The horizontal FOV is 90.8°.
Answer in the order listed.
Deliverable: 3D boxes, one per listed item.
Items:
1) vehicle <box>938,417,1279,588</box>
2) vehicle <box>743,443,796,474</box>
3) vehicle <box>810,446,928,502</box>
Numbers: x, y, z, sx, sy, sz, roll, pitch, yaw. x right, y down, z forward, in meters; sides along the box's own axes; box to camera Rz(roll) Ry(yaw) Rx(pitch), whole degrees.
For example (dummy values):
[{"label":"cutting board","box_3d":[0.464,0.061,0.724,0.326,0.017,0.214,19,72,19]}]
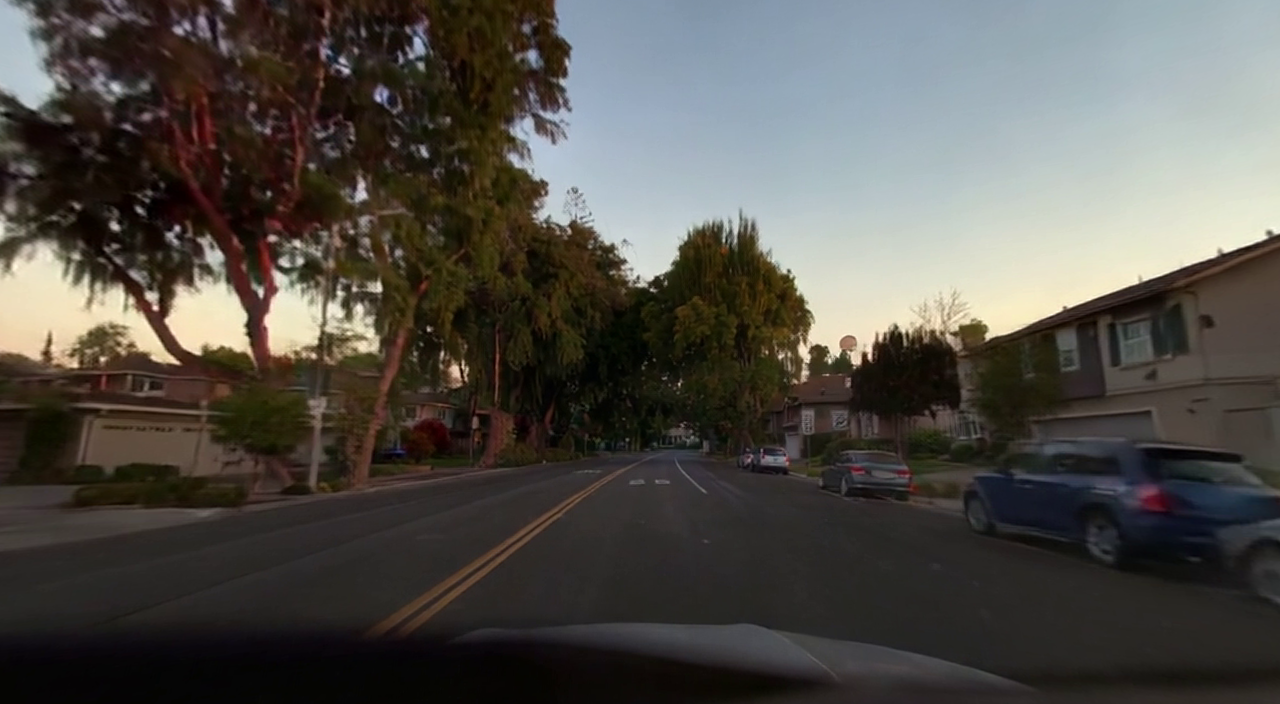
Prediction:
[{"label":"vehicle","box_3d":[6.371,1.888,8.836,2.116,1.732,4.569,0,-9,-1]},{"label":"vehicle","box_3d":[6.953,5.771,34.365,1.893,1.543,4.434,0,-9,-1]},{"label":"vehicle","box_3d":[6.712,3.589,19.063,1.913,1.479,4.209,0,-9,-1]}]
